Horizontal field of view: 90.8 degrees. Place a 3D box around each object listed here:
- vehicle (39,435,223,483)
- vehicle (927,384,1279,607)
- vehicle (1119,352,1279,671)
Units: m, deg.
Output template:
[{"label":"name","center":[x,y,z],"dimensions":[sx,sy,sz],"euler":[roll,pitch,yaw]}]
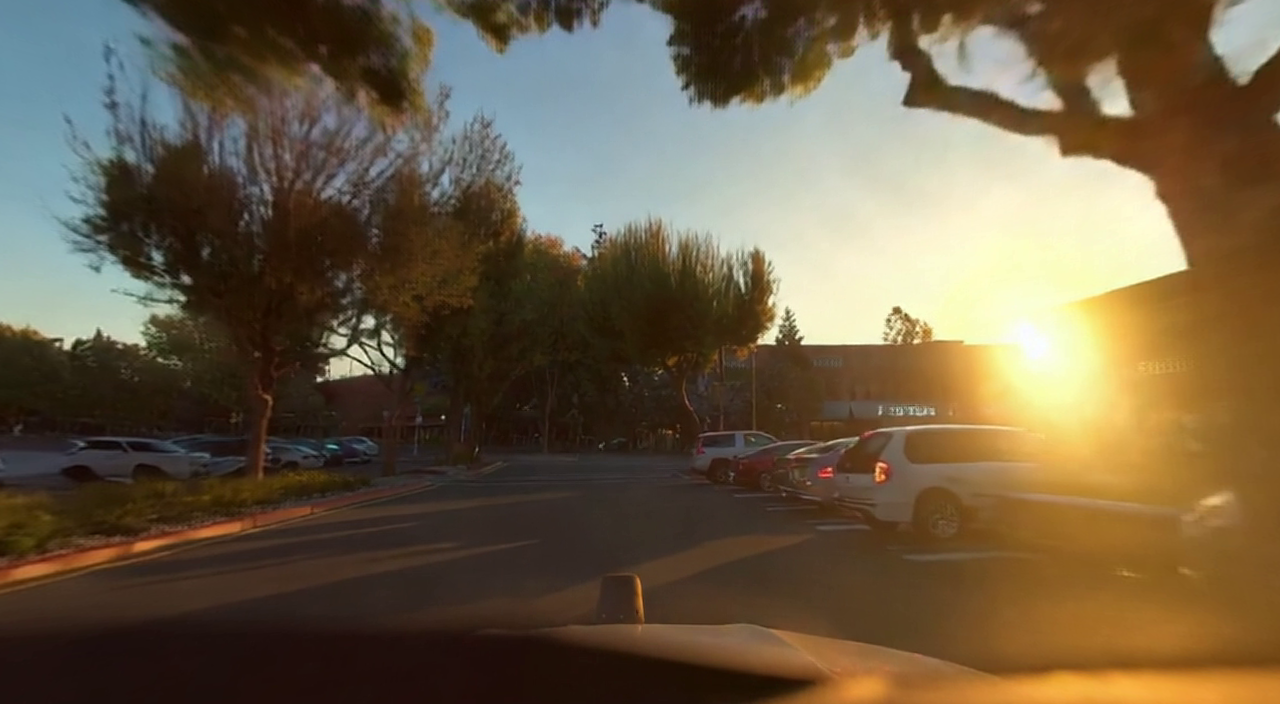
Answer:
[{"label":"vehicle","center":[-17.326,3.624,21.801],"dimensions":[4.651,1.494,1.914],"euler":[6,-10,-36]},{"label":"vehicle","center":[5.646,1.365,6.577],"dimensions":[4.256,1.876,2.064],"euler":[0,-8,-3]},{"label":"vehicle","center":[6.038,0.959,3.828],"dimensions":[4.409,1.892,2.298],"euler":[0,-8,-3]}]
